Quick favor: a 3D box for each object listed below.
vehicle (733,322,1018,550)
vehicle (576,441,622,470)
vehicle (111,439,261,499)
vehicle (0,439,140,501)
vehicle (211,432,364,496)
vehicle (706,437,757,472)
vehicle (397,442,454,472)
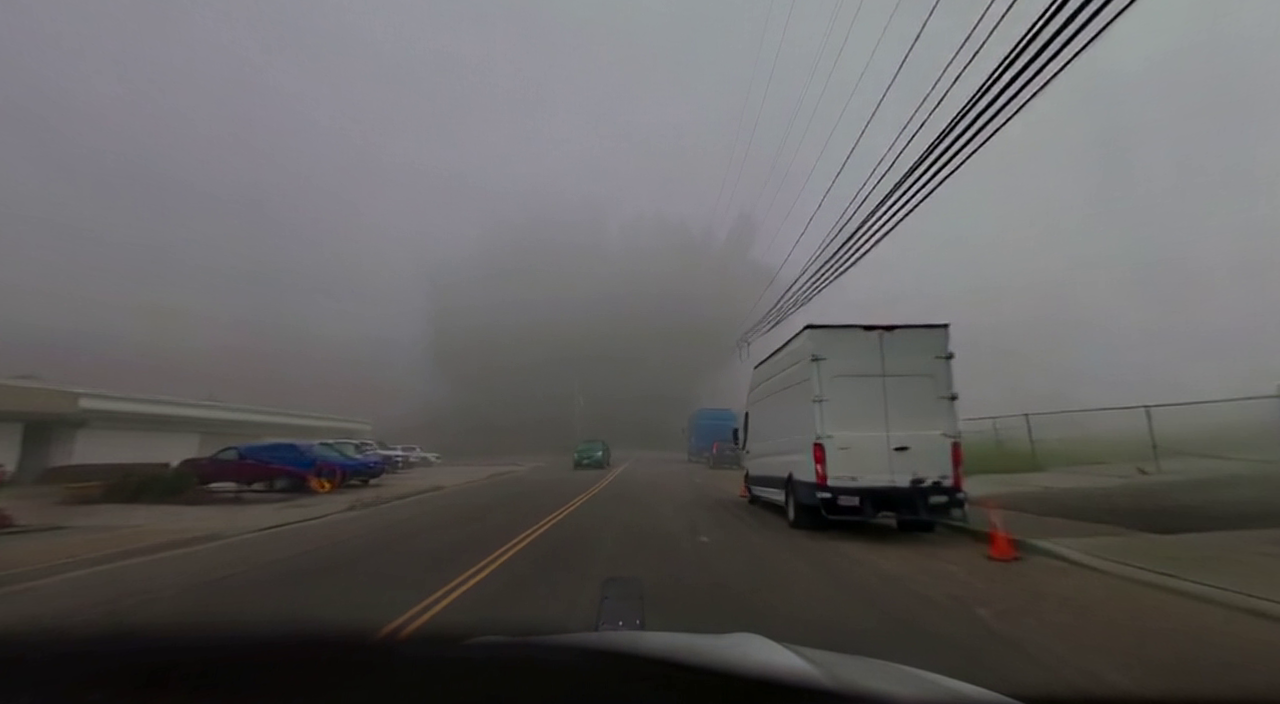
[{"bbox_3d":[3.949,1.717,12.940,2.871,3.301,7.433,0,-8,0],"label":"vehicle"},{"bbox_3d":[-2.230,5.772,35.468,1.988,1.479,4.485,-1,-8,4],"label":"vehicle"},{"bbox_3d":[-15.162,3.871,21.476,1.971,1.789,4.360,0,-8,-3],"label":"vehicle"},{"bbox_3d":[-20.313,4.008,21.967,2.026,1.885,4.932,0,-8,-4],"label":"vehicle"},{"bbox_3d":[-12.200,3.889,22.470,2.287,1.975,5.511,0,-8,-1],"label":"vehicle"},{"bbox_3d":[4.693,5.326,32.991,1.892,1.696,4.332,0,-8,-1],"label":"vehicle"},{"bbox_3d":[-13.523,6.609,40.138,2.078,1.674,4.652,-2,-8,-1],"label":"vehicle"}]
